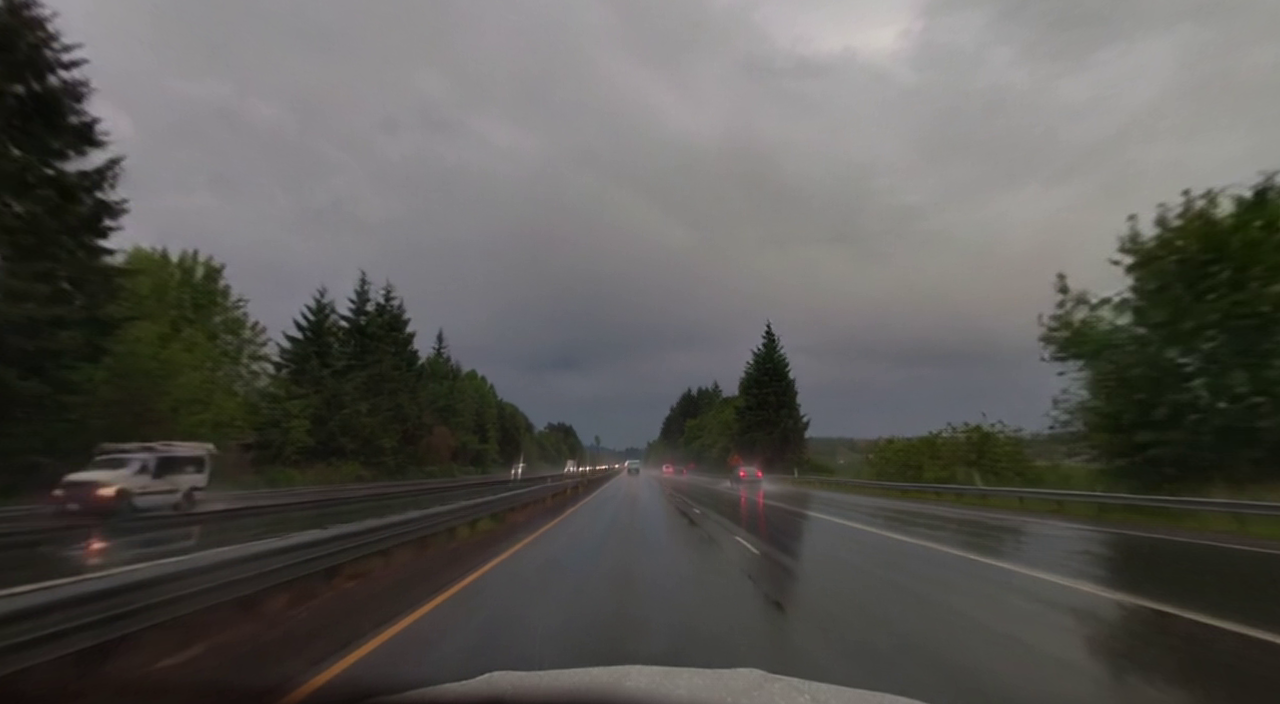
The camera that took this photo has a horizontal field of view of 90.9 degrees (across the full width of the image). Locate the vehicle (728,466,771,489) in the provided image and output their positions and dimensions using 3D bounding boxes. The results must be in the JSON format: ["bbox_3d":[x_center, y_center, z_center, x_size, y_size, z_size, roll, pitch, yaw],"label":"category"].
[{"bbox_3d":[7.368,8.506,42.866,2.024,1.476,4.352,1,-11,-2],"label":"vehicle"}]

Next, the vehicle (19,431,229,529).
[{"bbox_3d":[-19.604,4.948,24.691,2.775,3.214,6.920,2,-11,-7],"label":"vehicle"}]
